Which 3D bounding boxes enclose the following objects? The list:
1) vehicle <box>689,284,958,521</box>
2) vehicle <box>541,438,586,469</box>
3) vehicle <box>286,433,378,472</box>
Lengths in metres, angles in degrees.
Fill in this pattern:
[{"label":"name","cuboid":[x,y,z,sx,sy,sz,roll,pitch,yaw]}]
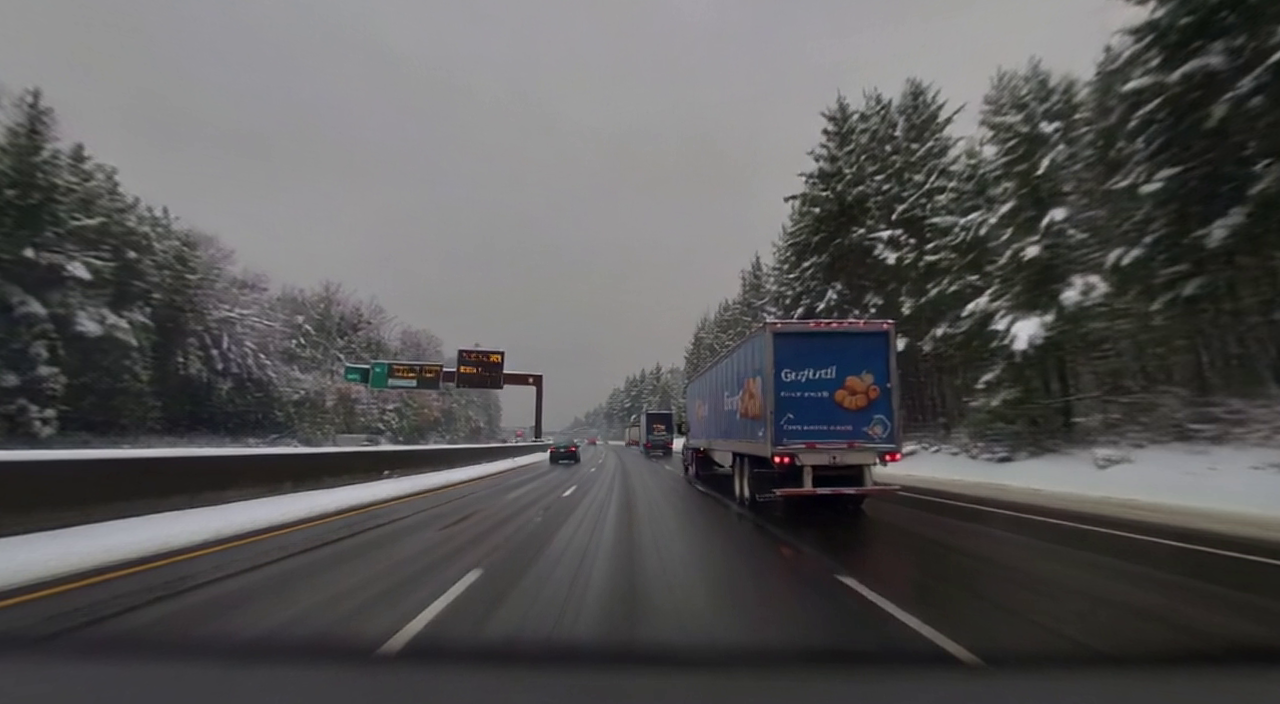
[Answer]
[{"label":"vehicle","cuboid":[3.605,1.740,17.273,2.948,4.045,13.051,0,-8,-2]},{"label":"vehicle","cuboid":[-4.352,5.809,36.293,2.206,1.644,4.027,0,-8,-2]},{"label":"vehicle","cuboid":[-12.381,4.052,25.560,1.908,1.442,3.757,0,-8,-2]}]
